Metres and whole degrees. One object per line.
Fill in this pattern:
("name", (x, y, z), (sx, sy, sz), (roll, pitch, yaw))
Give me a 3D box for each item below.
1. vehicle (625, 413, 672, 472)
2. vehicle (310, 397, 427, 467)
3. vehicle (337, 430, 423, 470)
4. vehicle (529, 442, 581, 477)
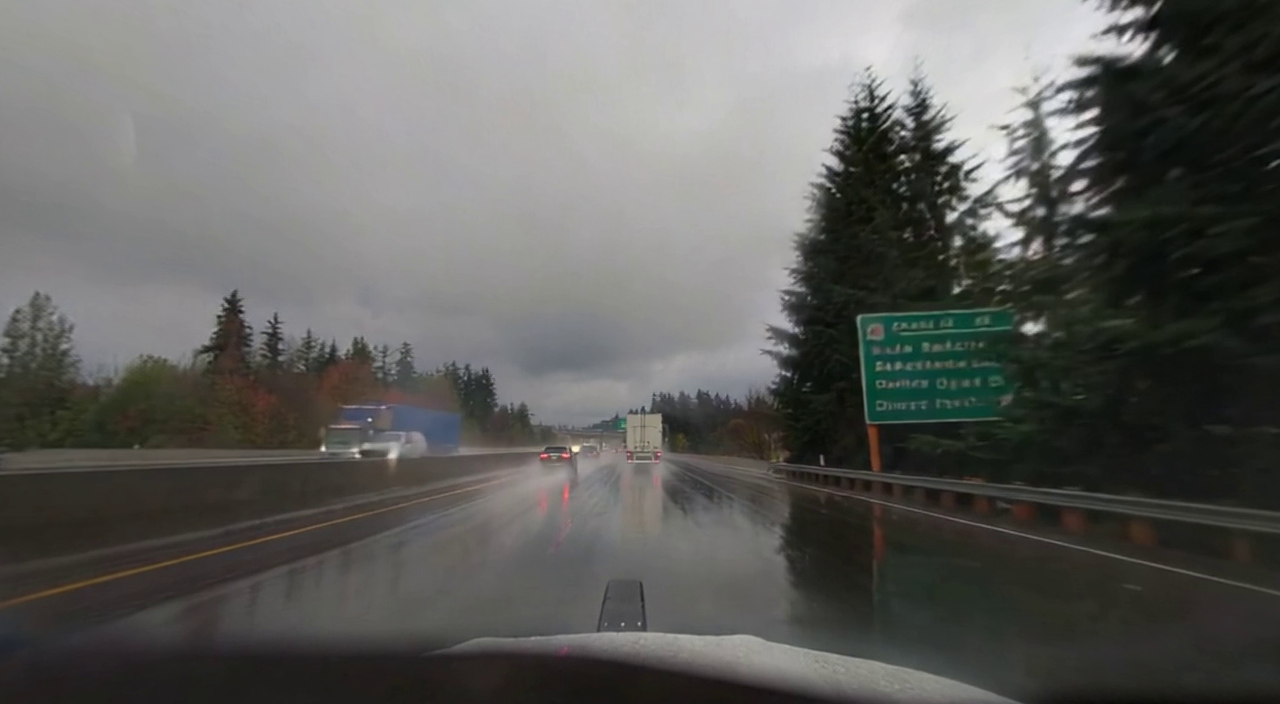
("vehicle", (0.424, 6.296, 43.660), (2.893, 3.628, 9.081), (0, -9, -1))
("vehicle", (-17.106, 5.324, 40.806), (2.929, 3.987, 10.111), (0, -9, 0))
("vehicle", (-13.268, 5.069, 32.617), (2.234, 1.894, 5.228), (0, -9, 0))
("vehicle", (-4.265, 5.451, 32.079), (2.079, 1.656, 3.965), (0, -9, 0))
